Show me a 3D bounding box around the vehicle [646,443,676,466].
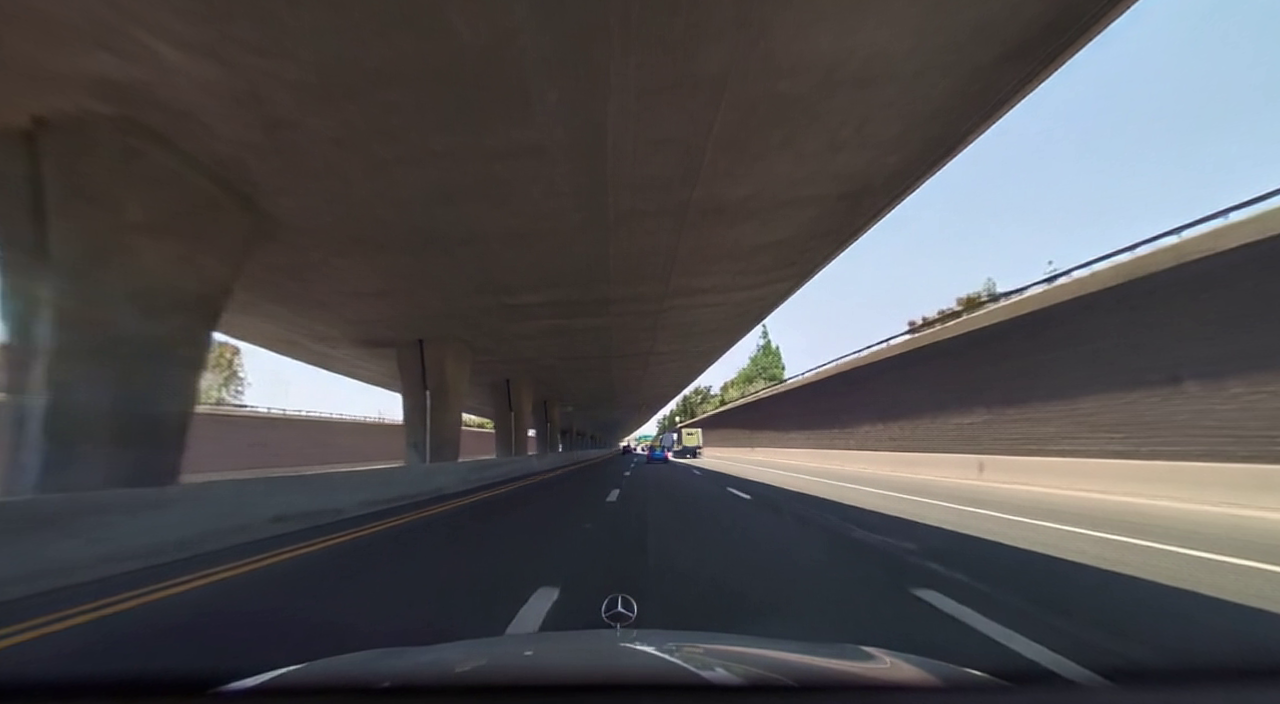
[{"bbox_3d":[1.445,7.359,45.118,1.970,1.560,4.182,0,-9,-1],"label":"vehicle"}]
